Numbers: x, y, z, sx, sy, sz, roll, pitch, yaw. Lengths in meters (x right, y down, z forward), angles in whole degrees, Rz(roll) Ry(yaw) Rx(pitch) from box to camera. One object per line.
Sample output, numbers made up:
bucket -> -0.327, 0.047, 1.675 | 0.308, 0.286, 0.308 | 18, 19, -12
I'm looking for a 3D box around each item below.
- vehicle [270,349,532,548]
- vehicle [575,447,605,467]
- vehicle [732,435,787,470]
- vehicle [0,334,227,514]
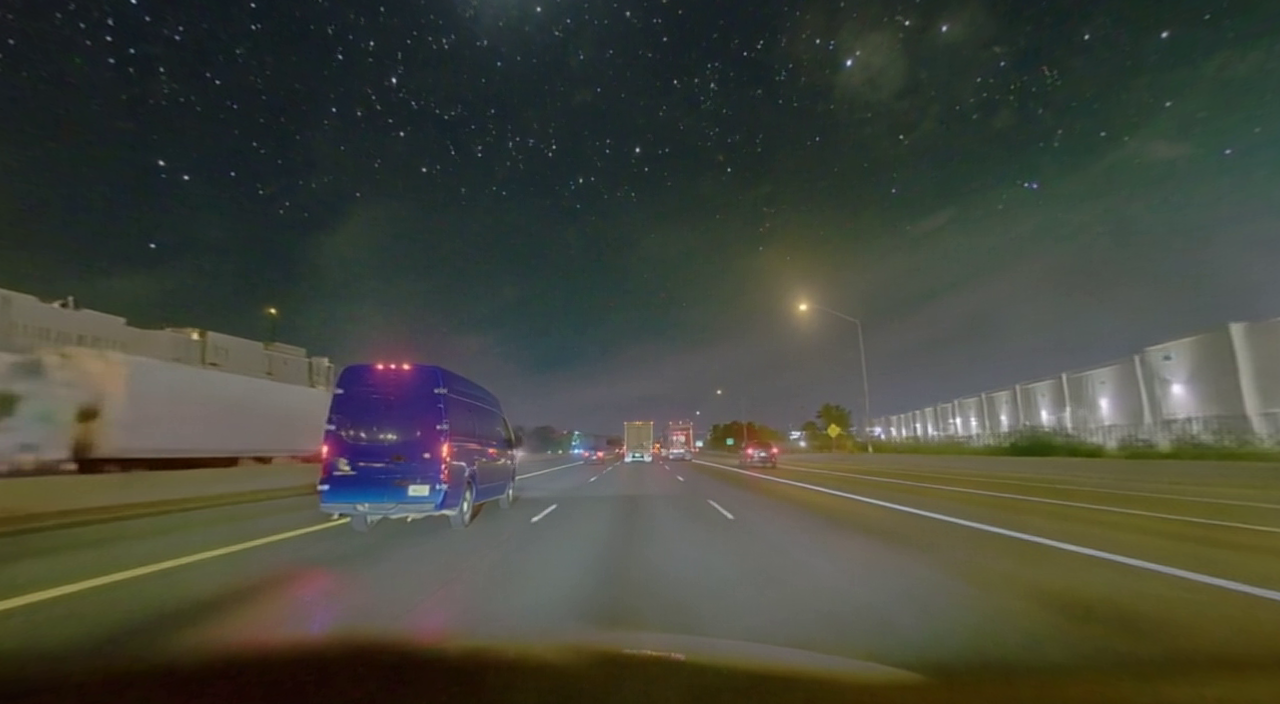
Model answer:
vehicle -> -4.017, 1.868, 12.548 | 2.557, 2.855, 6.674 | 0, -9, 0
vehicle -> -3.826, 8.129, 49.336 | 2.024, 1.472, 4.014 | 0, -9, 0
vehicle -> 7.091, 6.045, 38.229 | 2.216, 1.918, 5.742 | 0, -9, 0
vehicle -> -15.869, 2.170, 17.982 | 3.008, 4.054, 7.573 | 0, -9, 0
